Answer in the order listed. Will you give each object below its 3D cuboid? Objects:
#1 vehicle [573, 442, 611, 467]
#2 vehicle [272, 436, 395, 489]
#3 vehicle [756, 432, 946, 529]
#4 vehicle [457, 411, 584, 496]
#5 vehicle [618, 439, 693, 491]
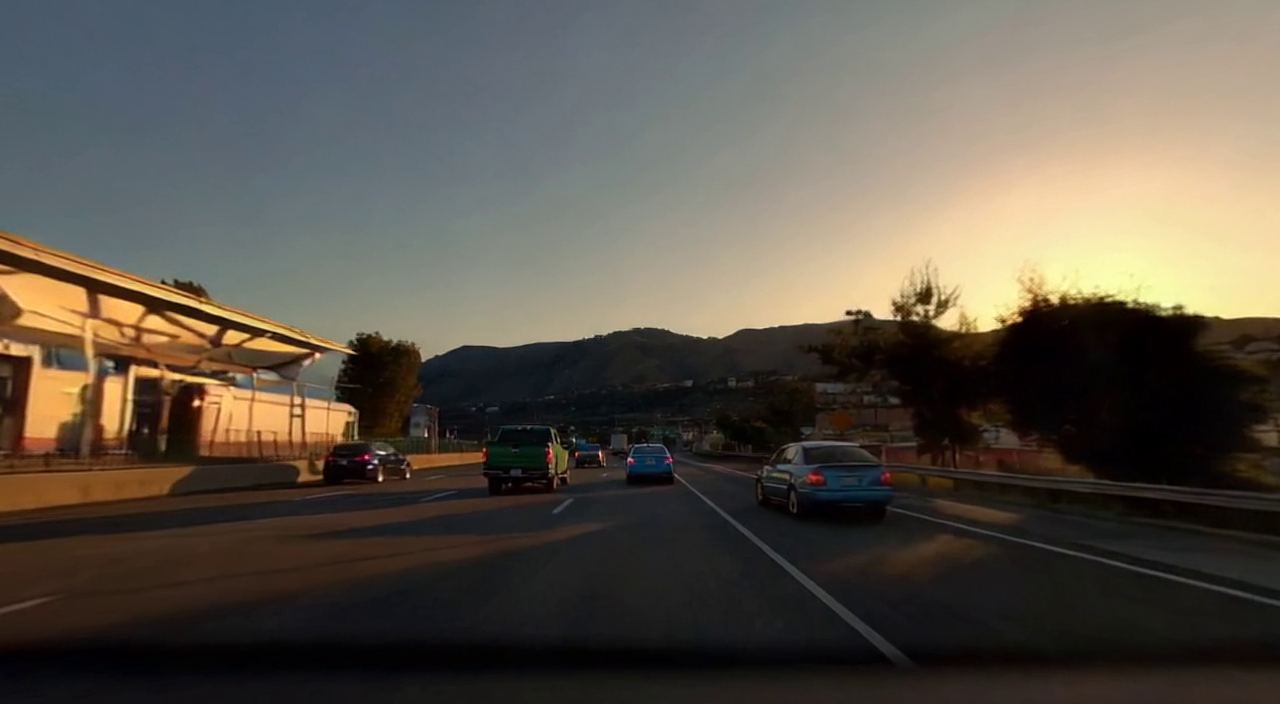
[{"bbox_3d":[-3.220,6.980,43.057,2.151,1.613,4.786,0,-8,1],"label":"vehicle"},{"bbox_3d":[-10.897,3.945,22.857,2.137,1.728,4.665,0,-8,-1],"label":"vehicle"},{"bbox_3d":[3.775,2.391,12.384,2.023,1.510,4.773,0,-9,-1],"label":"vehicle"},{"bbox_3d":[-3.436,3.182,20.043,2.733,2.230,6.820,0,-8,0],"label":"vehicle"},{"bbox_3d":[0.417,3.574,20.302,2.171,1.493,4.081,0,-8,-1],"label":"vehicle"}]
